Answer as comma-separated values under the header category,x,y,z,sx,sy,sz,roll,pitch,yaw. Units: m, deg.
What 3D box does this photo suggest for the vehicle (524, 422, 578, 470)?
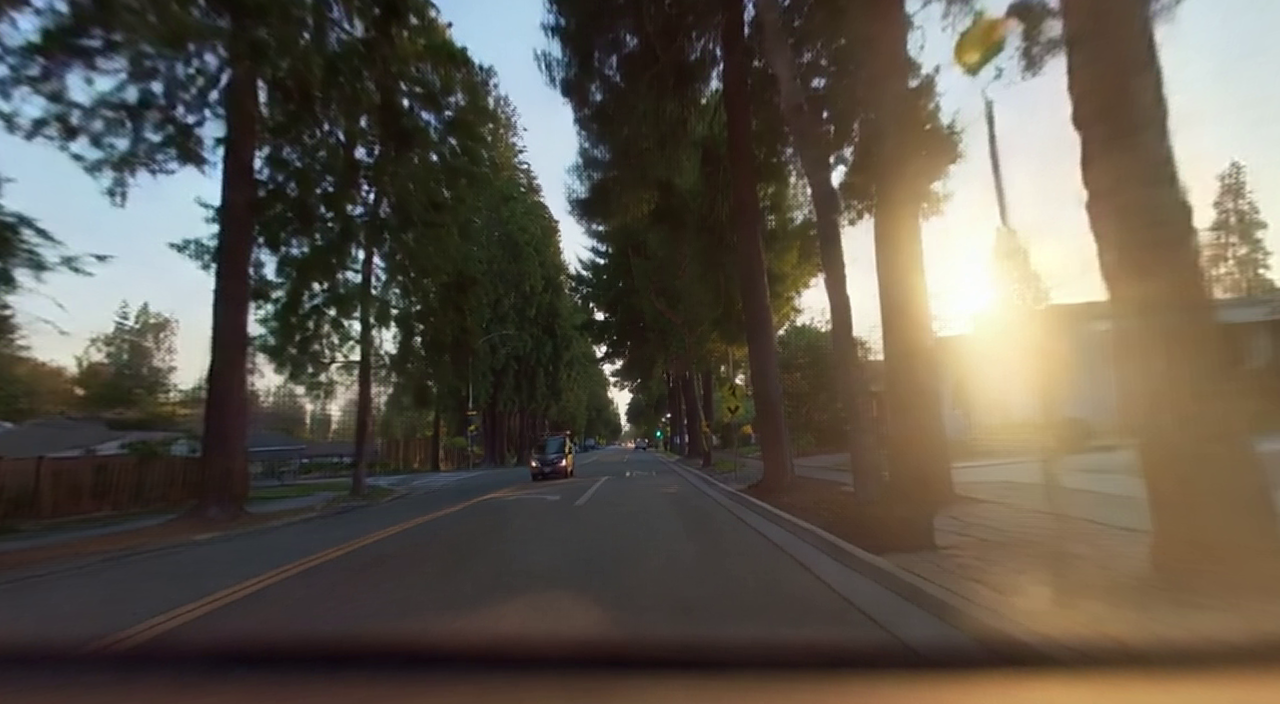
category,x,y,z,sx,sy,sz,roll,pitch,yaw
vehicle,-5.428,5.847,39.238,2.303,2.760,5.868,0,-9,2
